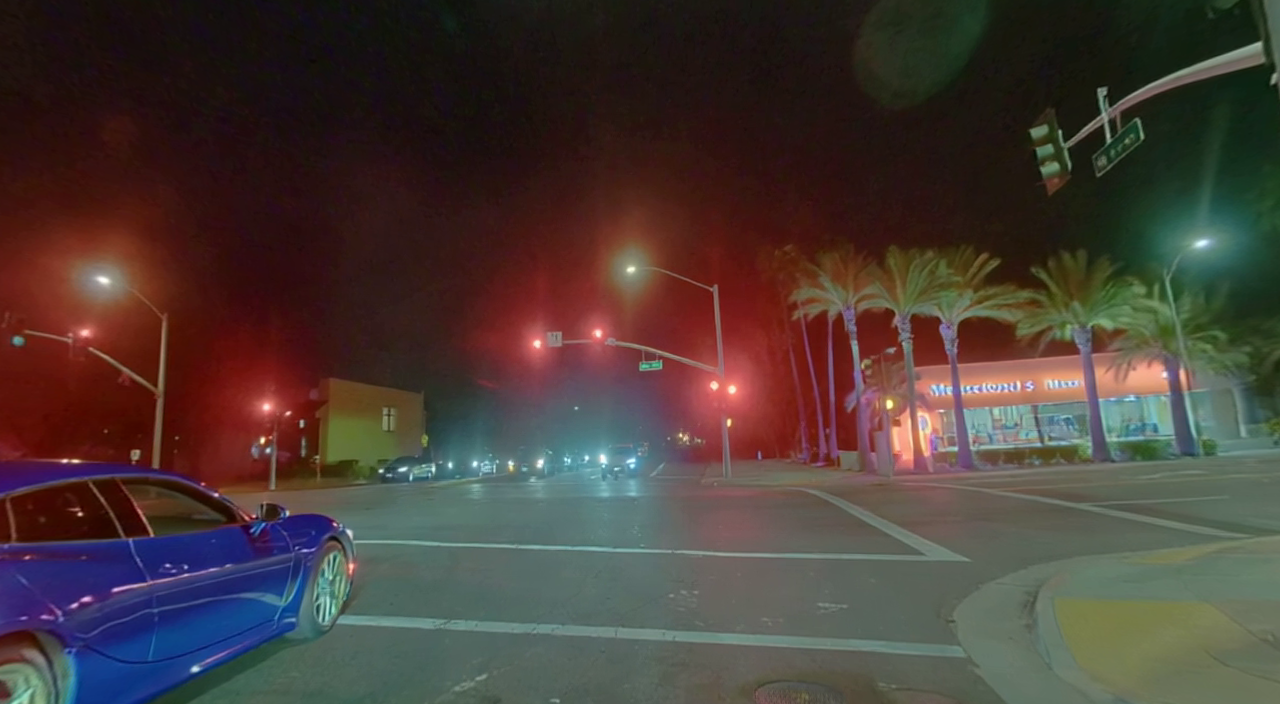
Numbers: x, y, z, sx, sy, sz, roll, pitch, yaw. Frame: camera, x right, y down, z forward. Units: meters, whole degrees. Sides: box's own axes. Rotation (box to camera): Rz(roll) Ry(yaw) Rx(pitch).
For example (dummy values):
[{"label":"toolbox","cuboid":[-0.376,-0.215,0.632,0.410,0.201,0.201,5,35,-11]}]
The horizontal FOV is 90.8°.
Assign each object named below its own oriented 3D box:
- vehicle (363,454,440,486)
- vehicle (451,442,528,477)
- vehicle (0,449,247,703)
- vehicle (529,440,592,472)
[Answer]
[{"label":"vehicle","cuboid":[-12.665,6.282,33.878,1.880,1.440,4.418,-4,-9,9]},{"label":"vehicle","cuboid":[-8.437,6.108,36.104,2.152,1.825,5.406,-2,-9,11]},{"label":"vehicle","cuboid":[-3.699,1.020,2.247,1.850,1.325,4.295,0,-9,0]},{"label":"vehicle","cuboid":[-4.536,6.065,36.939,2.092,1.709,4.775,-2,-9,13]}]
